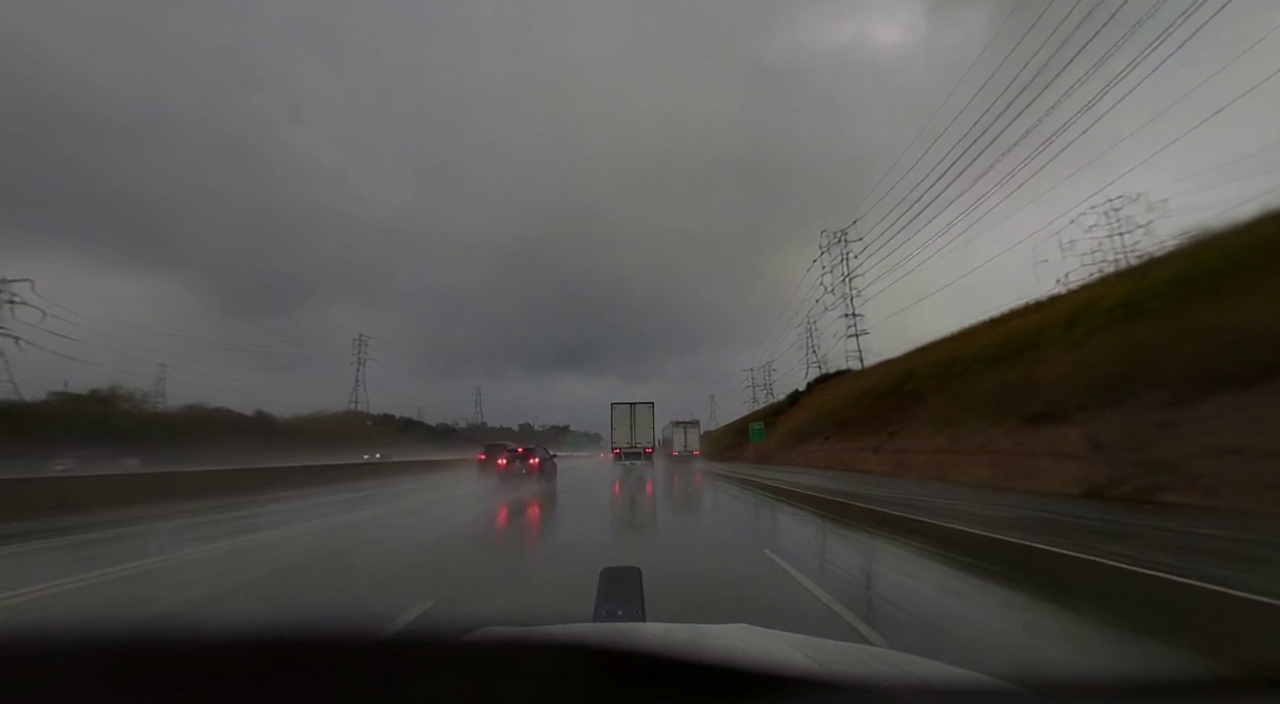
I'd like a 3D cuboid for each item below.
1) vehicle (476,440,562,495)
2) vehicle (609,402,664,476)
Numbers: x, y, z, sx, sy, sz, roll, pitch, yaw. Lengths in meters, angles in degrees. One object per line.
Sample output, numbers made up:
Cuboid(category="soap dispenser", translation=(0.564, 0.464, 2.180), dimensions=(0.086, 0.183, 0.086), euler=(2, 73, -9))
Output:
Cuboid(category="vehicle", translation=(-4.006, 3.919, 21.696), dimensions=(2.050, 1.679, 4.253), euler=(0, -9, 1))
Cuboid(category="vehicle", translation=(-0.207, 5.630, 40.148), dimensions=(2.985, 4.025, 10.982), euler=(0, -9, 0))
